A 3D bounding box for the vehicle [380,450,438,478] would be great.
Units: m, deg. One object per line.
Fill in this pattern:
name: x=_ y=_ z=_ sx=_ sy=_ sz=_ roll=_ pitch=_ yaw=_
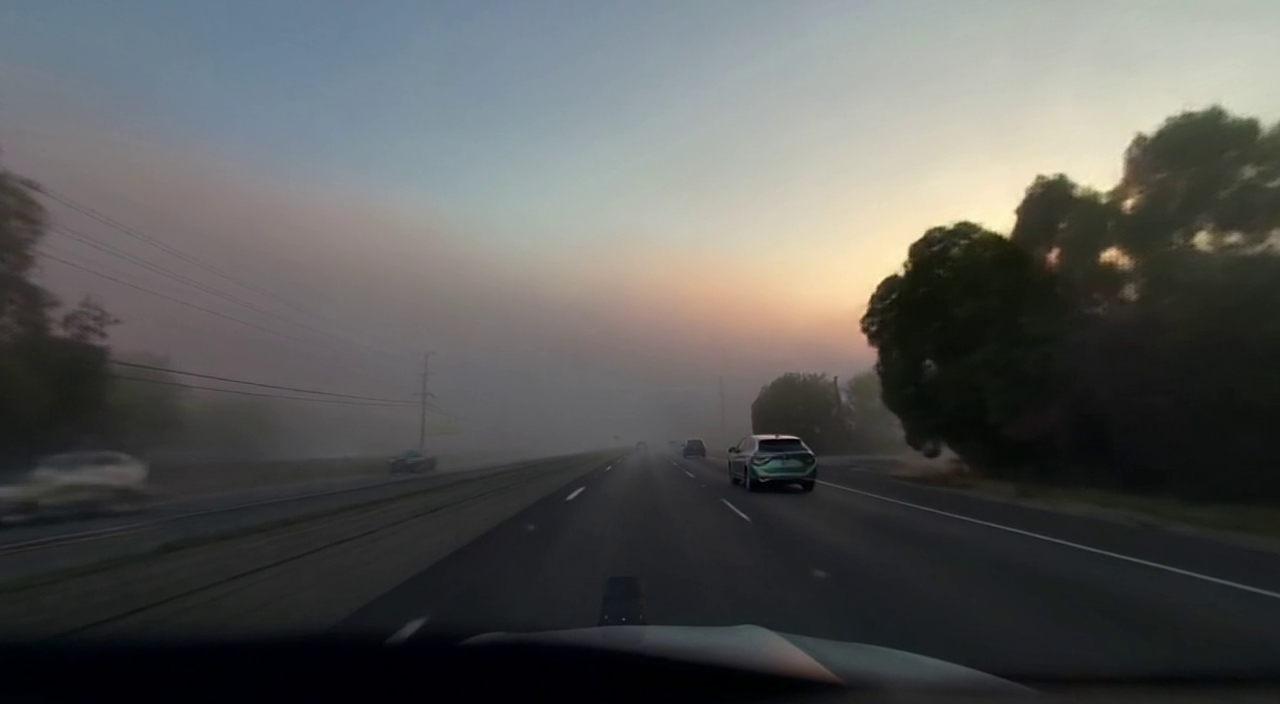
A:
vehicle: x=-15.958 y=7.767 z=43.915 sx=2.105 sy=1.748 sz=4.948 roll=0 pitch=-8 yaw=1
